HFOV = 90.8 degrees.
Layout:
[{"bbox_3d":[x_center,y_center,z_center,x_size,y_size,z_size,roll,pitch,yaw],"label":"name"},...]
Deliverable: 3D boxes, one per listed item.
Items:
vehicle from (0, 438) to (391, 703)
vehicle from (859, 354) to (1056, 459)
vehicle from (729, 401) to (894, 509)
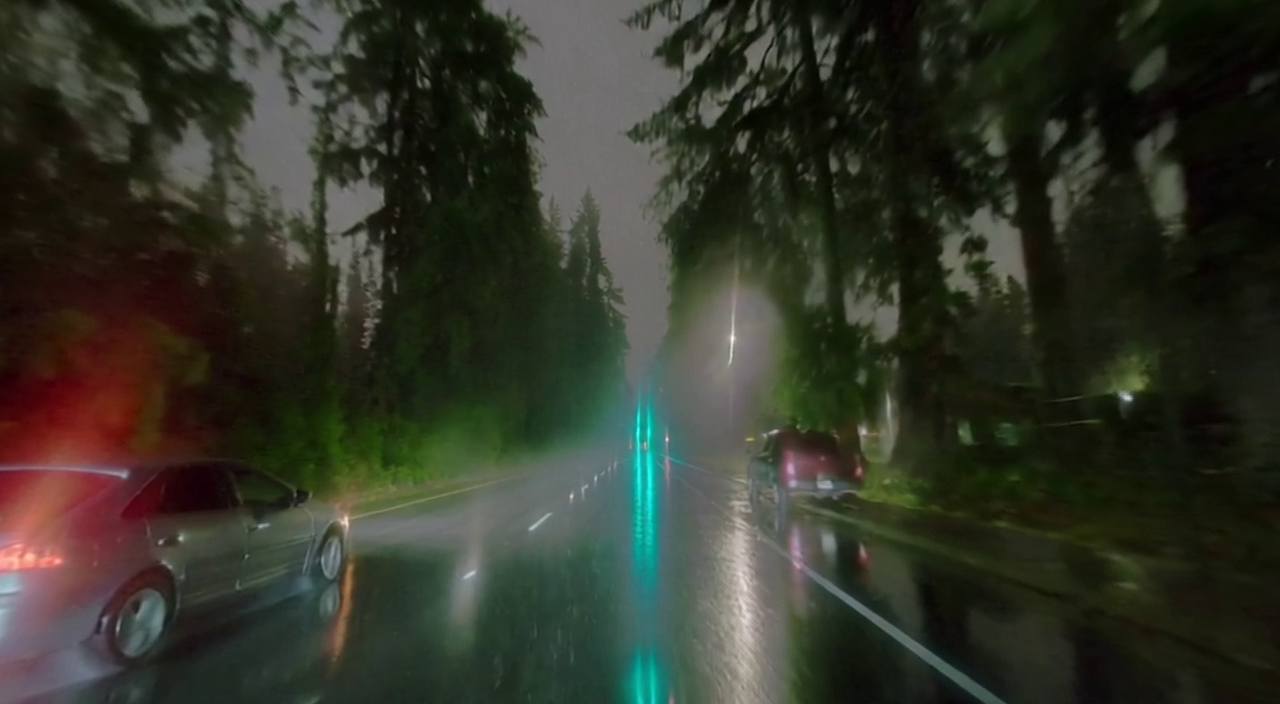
[{"bbox_3d":[-3.940,1.484,5.348,1.946,1.437,4.154,0,-8,0],"label":"vehicle"},{"bbox_3d":[13.685,2.868,29.178,2.862,3.816,12.219,-1,-8,1],"label":"vehicle"},{"bbox_3d":[4.334,2.814,17.675,2.554,2.388,6.973,0,-8,-1],"label":"vehicle"}]
